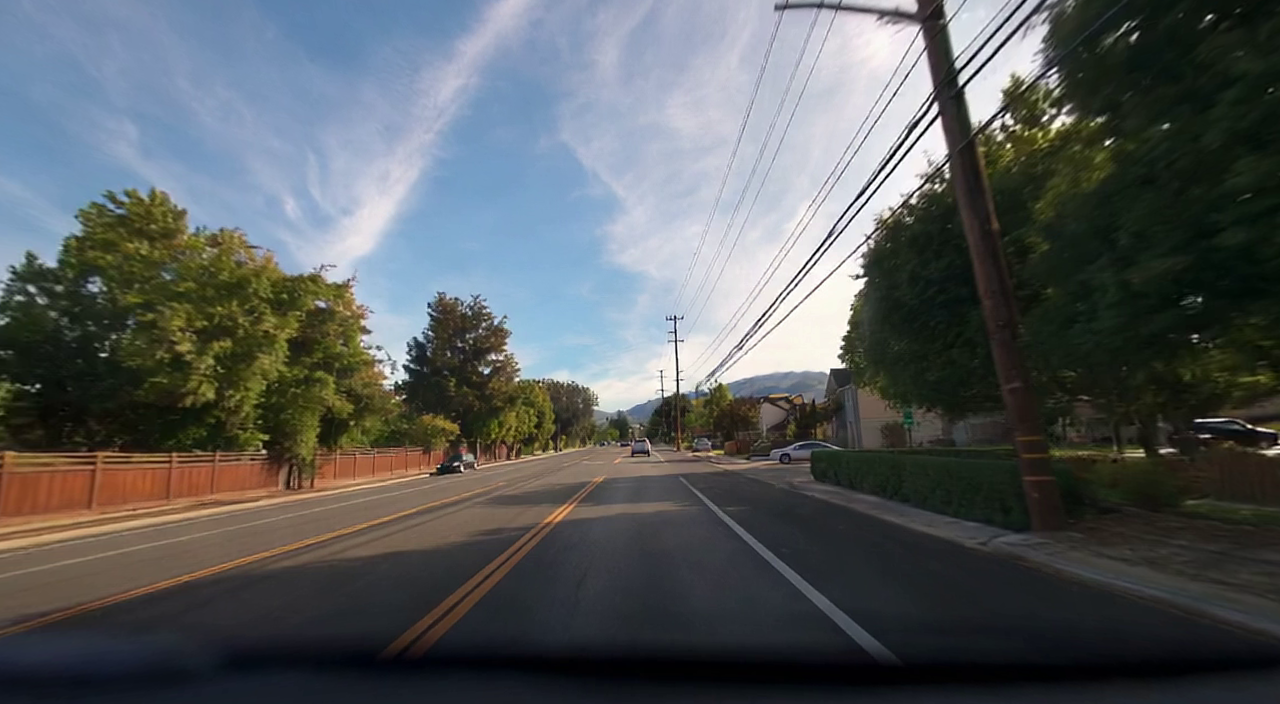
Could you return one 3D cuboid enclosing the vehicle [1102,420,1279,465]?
[{"bbox_3d":[23.927,3.962,27.548,5.449,1.883,2.354,0,-8,1],"label":"vehicle"}]

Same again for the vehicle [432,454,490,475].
[{"bbox_3d":[-12.168,7.674,43.213,2.530,1.265,4.495,-1,-8,2],"label":"vehicle"}]

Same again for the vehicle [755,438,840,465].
[{"bbox_3d":[8.773,5.595,35.403,4.487,1.461,1.874,-1,-9,9],"label":"vehicle"}]
